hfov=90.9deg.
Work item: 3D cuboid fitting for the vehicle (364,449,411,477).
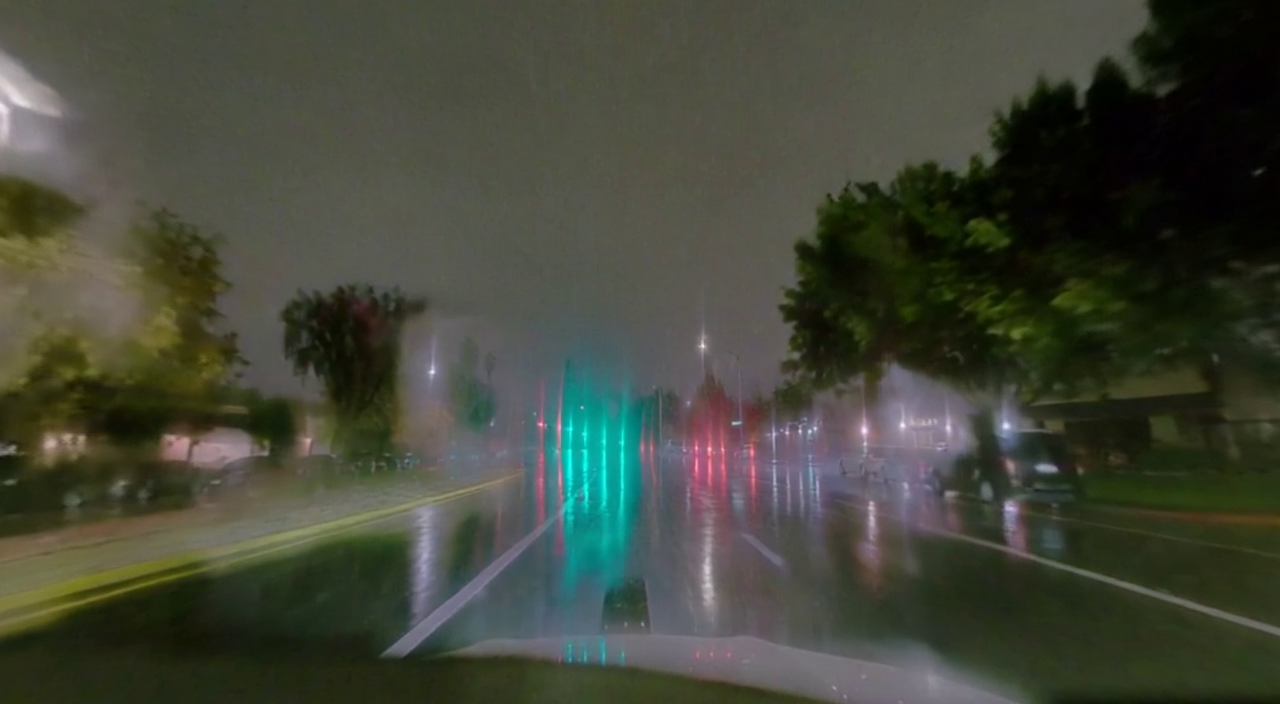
[{"bbox_3d":[-18.022,7.894,45.123,1.802,1.477,4.648,-3,-6,-5],"label":"vehicle"}]

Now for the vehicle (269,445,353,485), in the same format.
[{"bbox_3d":[-17.513,5.996,33.878,2.099,1.917,4.720,0,-9,-3],"label":"vehicle"}]

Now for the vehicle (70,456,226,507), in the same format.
[{"bbox_3d":[-17.038,4.461,22.200,1.807,1.466,4.693,-1,-9,-1],"label":"vehicle"}]

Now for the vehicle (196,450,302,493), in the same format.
[{"bbox_3d":[-17.182,5.221,27.993,1.859,1.694,4.638,0,-9,-2],"label":"vehicle"}]

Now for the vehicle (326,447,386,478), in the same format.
[{"bbox_3d":[-17.816,6.917,39.753,1.883,1.775,4.466,0,-9,-3],"label":"vehicle"}]

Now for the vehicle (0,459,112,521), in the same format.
[{"bbox_3d":[-17.084,3.695,17.022,1.891,1.474,4.437,-1,-9,-2],"label":"vehicle"}]

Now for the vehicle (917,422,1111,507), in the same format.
[{"bbox_3d":[9.934,3.046,17.423,2.091,1.962,5.091,1,-9,-2],"label":"vehicle"}]
